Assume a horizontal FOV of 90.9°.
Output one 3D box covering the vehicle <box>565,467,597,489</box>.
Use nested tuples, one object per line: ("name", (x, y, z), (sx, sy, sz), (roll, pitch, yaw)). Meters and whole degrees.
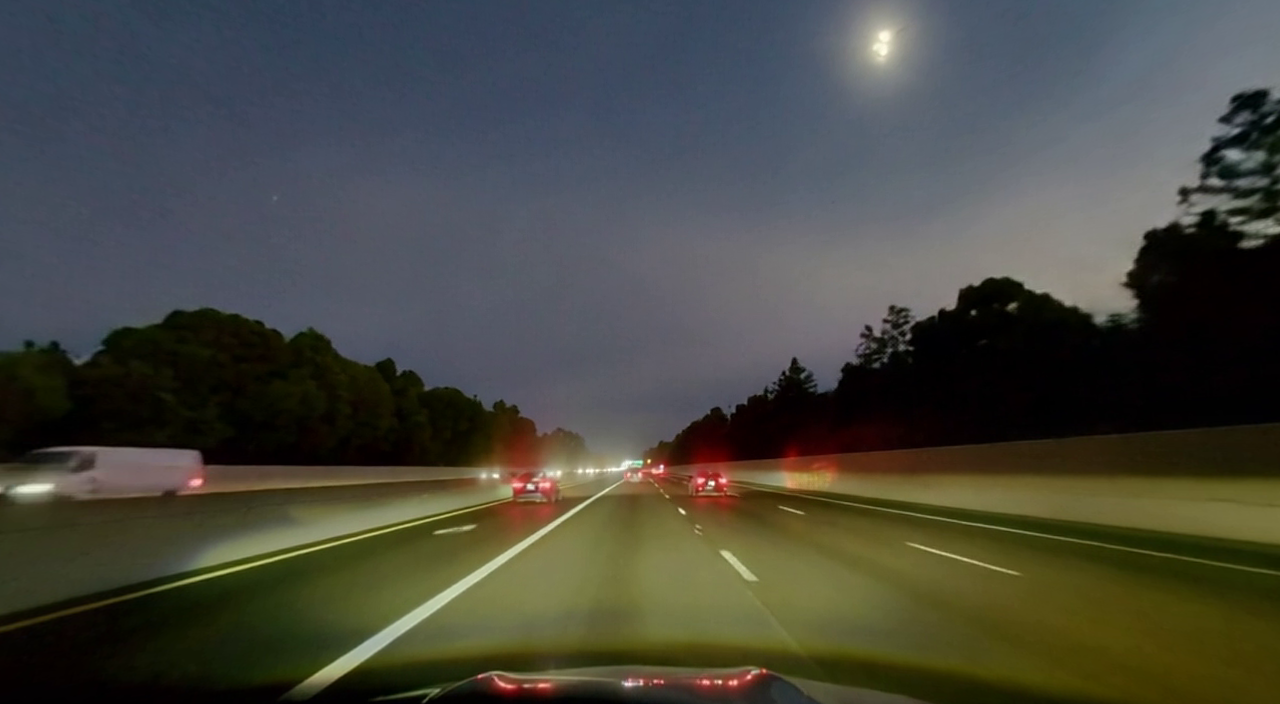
("vehicle", (-4.213, 9.057, 45.460), (2.000, 1.484, 3.995), (1, -11, -1))

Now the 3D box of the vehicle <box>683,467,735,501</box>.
("vehicle", (3.294, 6.394, 30.712), (1.981, 1.516, 4.109), (1, -11, -1))

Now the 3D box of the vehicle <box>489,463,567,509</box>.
("vehicle", (-4.012, 4.916, 23.458), (2.004, 1.468, 4.812), (0, -11, 0))

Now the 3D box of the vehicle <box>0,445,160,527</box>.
("vehicle", (-16.660, 3.698, 17.739), (2.179, 1.970, 5.152), (1, -11, 0))
